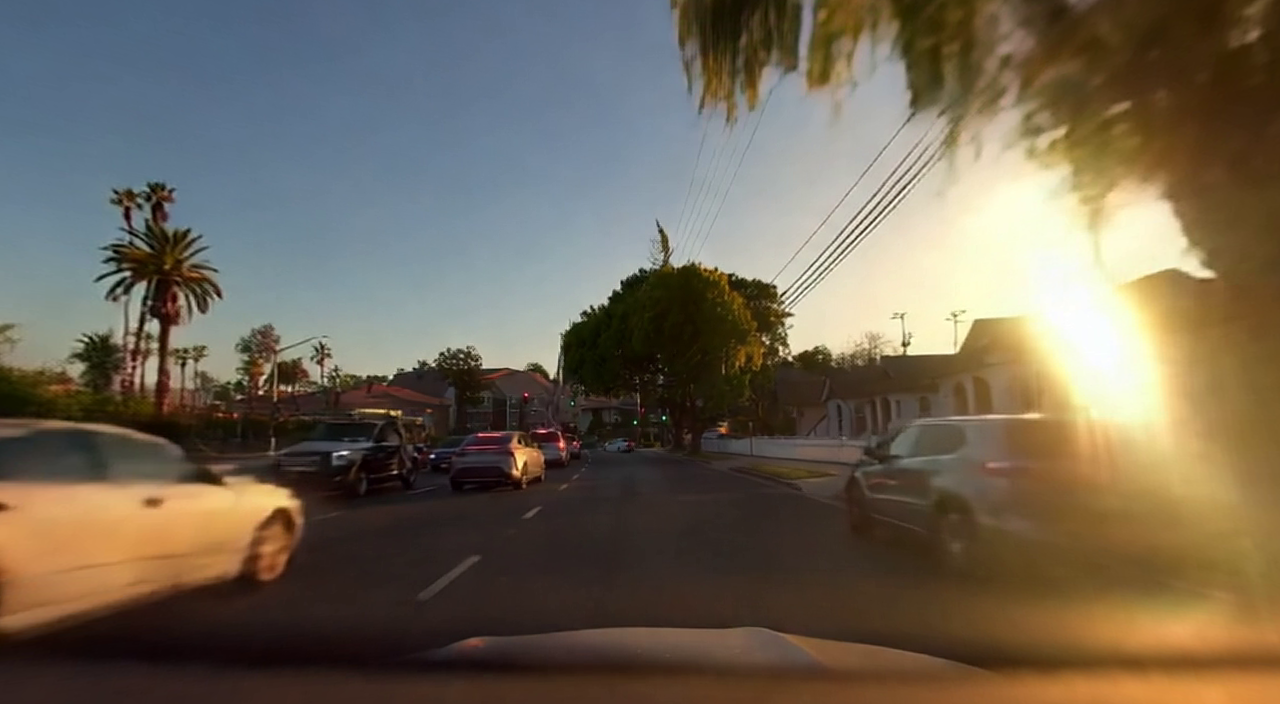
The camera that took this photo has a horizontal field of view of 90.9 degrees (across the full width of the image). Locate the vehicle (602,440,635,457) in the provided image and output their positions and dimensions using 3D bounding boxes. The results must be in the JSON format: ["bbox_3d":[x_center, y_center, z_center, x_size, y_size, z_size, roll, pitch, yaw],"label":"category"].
[{"bbox_3d":[-1.685,7.347,48.241,2.131,1.222,3.868,1,-8,-7],"label":"vehicle"}]

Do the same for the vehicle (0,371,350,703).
[{"bbox_3d":[-4.033,1.052,4.186,2.051,1.572,4.207,0,-8,2],"label":"vehicle"}]

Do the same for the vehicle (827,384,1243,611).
[{"bbox_3d":[3.709,1.425,7.102,1.801,1.746,4.325,0,-8,-1],"label":"vehicle"}]

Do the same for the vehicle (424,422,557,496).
[{"bbox_3d":[-3.602,2.679,16.204,2.181,1.636,4.504,0,-8,2],"label":"vehicle"}]
